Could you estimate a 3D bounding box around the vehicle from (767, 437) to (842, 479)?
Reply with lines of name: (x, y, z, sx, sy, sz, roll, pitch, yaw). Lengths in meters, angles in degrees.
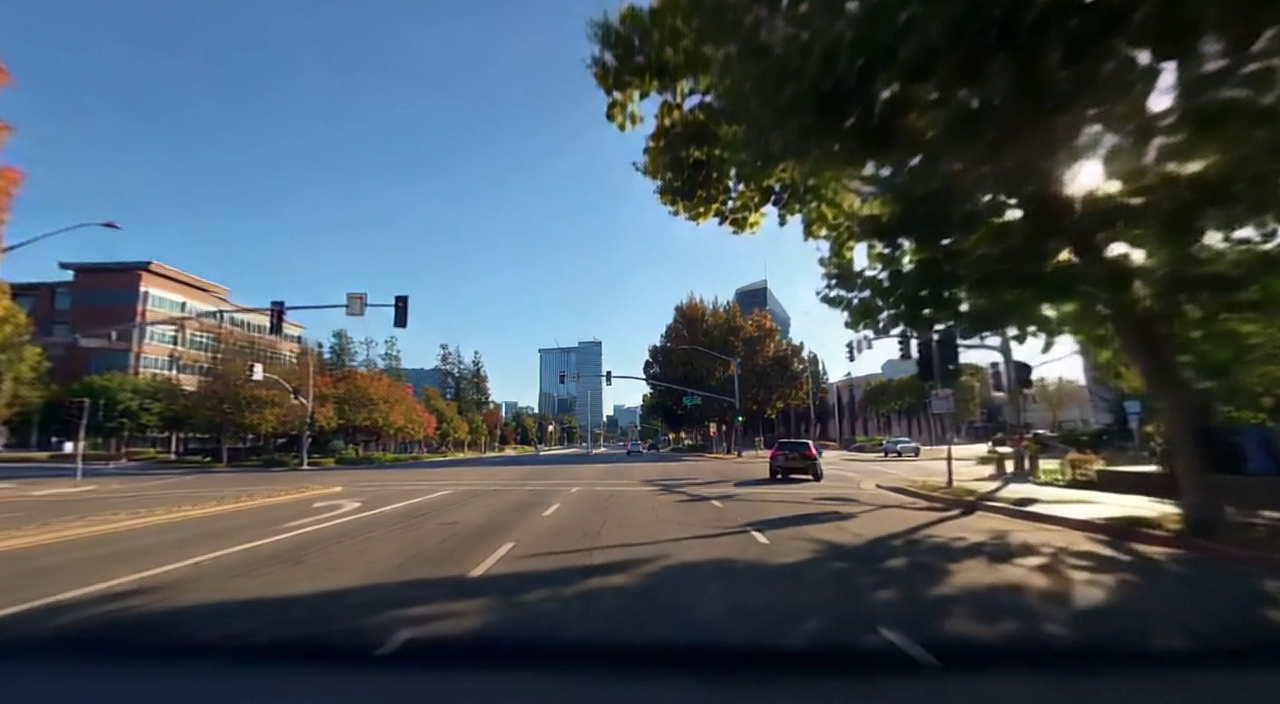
vehicle: (7.384, 4.744, 28.018, 2.289, 1.503, 4.595, 0, -10, 26)
